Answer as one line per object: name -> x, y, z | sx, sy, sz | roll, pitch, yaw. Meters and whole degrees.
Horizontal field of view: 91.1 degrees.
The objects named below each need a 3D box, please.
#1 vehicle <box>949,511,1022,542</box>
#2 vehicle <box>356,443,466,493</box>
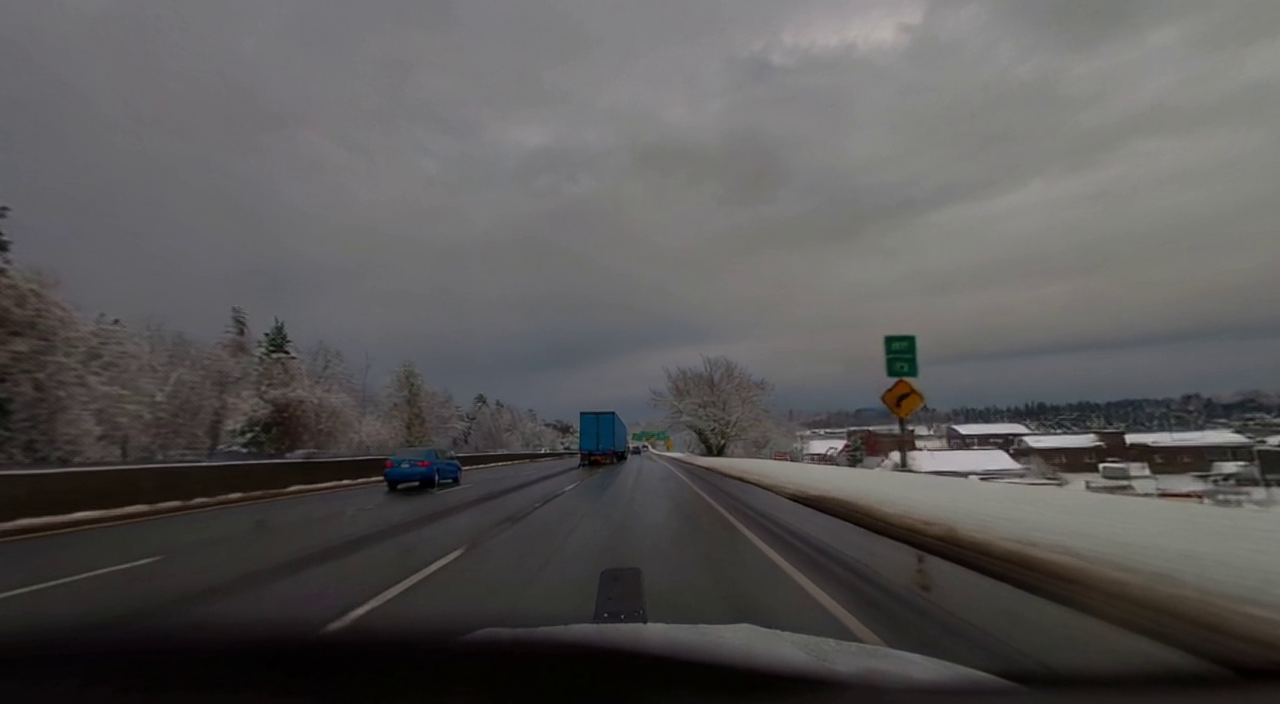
vehicle -> 24.660, 12.494, 45.071 | 2.126, 1.475, 4.971 | 0, -8, -5
vehicle -> -7.500, 3.818, 21.125 | 1.901, 1.467, 4.629 | -1, -9, 1
